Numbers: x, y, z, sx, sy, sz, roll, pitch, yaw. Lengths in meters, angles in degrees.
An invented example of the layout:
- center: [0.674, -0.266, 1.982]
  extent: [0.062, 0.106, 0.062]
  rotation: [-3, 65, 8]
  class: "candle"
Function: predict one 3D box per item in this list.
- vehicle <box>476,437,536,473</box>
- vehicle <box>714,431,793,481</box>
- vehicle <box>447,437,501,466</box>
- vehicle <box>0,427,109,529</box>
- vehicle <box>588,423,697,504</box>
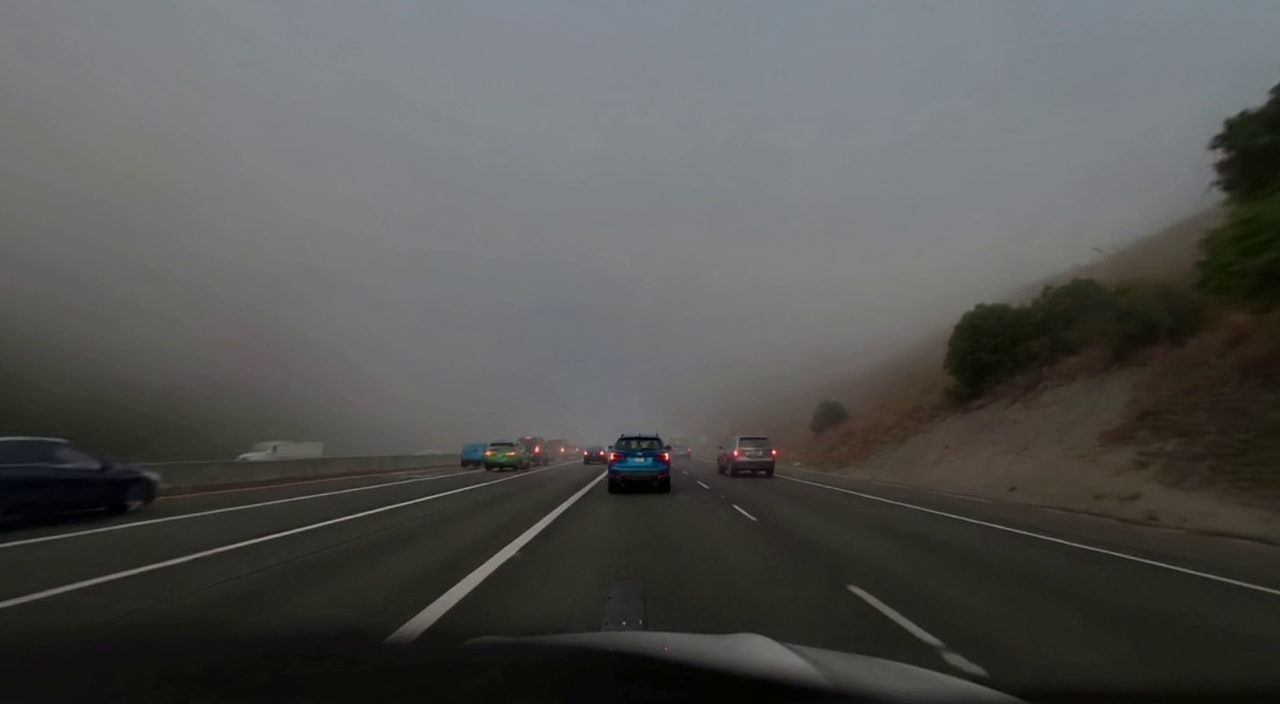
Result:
- center: [-6.750, 5.253, 32.320]
  extent: [2.024, 1.706, 4.462]
  rotation: [0, -8, 1]
  class: "vehicle"
- center: [4.580, 4.335, 26.549]
  extent: [2.204, 1.852, 5.845]
  rotation: [0, -8, 0]
  class: "vehicle"
- center: [-11.048, 6.659, 42.408]
  extent: [2.223, 1.781, 5.098]
  rotation: [0, -8, 0]
  class: "vehicle"
- center: [-11.469, 2.010, 9.966]
  extent: [1.999, 1.643, 4.717]
  rotation: [0, -8, 0]
  class: "vehicle"
- center: [0.081, 2.844, 16.410]
  extent: [2.447, 1.804, 4.273]
  rotation: [0, -8, 1]
  class: "vehicle"
